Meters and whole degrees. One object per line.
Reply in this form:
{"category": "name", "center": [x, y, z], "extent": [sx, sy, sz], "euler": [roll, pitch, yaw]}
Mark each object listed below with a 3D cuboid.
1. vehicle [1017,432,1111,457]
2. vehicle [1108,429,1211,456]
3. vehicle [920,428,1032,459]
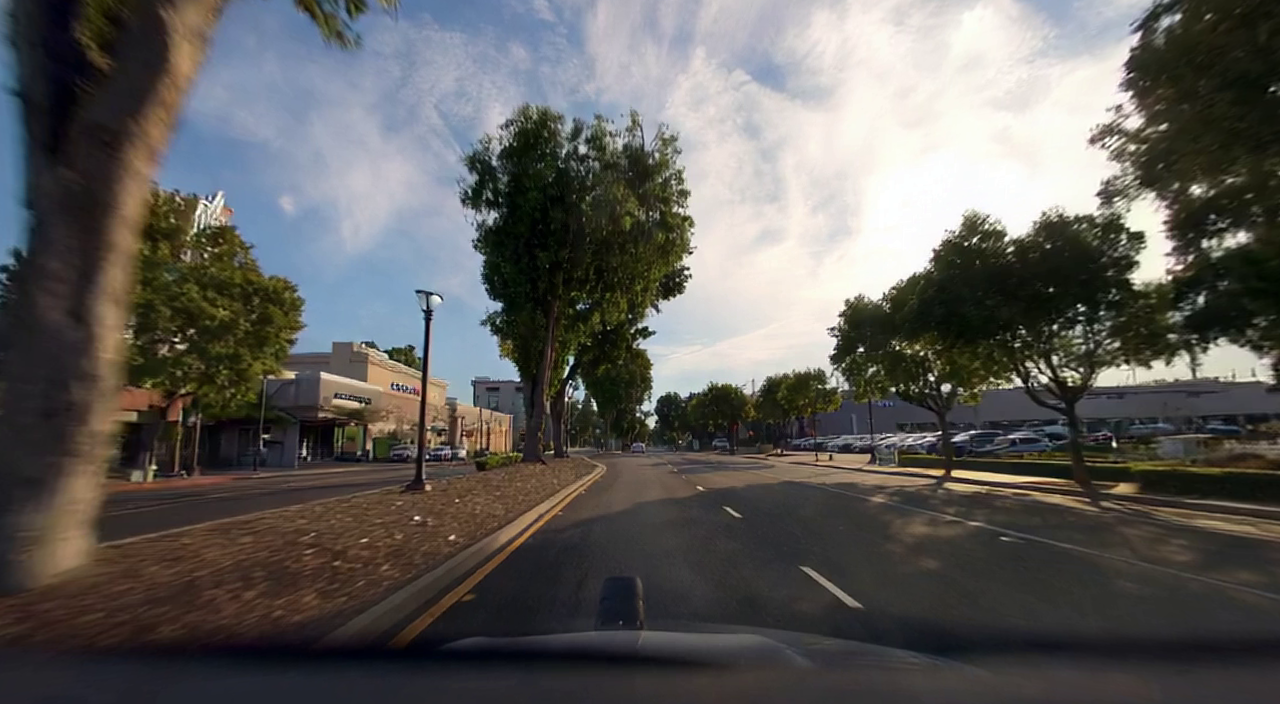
{"category": "vehicle", "center": [25.967, 5.703, 38.820], "extent": [4.402, 1.465, 1.900], "euler": [0, -9, -2]}
{"category": "vehicle", "center": [31.499, 5.485, 38.403], "extent": [4.532, 1.493, 1.886], "euler": [-1, -9, 1]}
{"category": "vehicle", "center": [20.407, 5.604, 38.558], "extent": [5.462, 1.785, 2.323], "euler": [0, -9, 1]}
